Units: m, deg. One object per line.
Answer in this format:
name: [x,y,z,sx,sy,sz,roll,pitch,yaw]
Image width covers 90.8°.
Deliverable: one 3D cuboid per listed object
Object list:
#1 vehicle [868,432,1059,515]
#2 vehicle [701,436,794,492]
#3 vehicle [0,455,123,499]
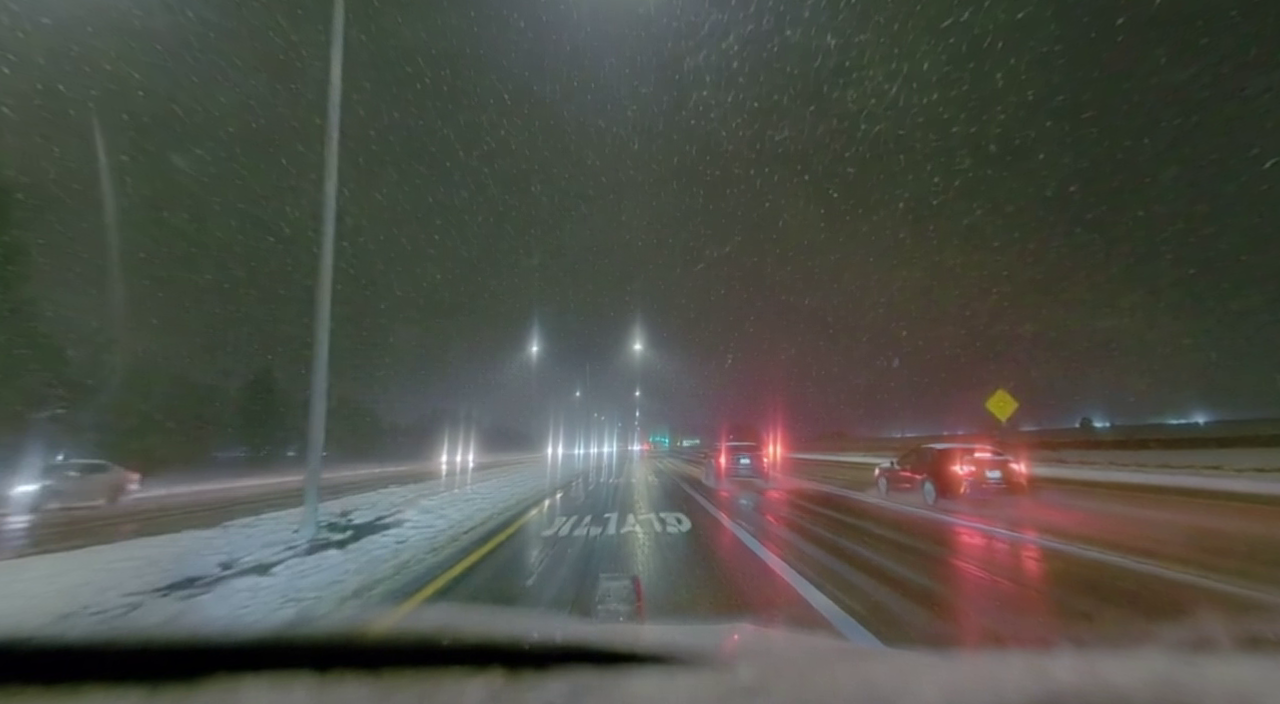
vehicle: [6.808,2.579,13.870,2.038,1.528,3.910,0,-9,-1]
vehicle: [3.237,3.474,19.954,2.056,1.553,4.320,0,-9,-1]
vehicle: [-21.674,4.592,23.510,1.636,1.418,3.844,0,-9,-1]
